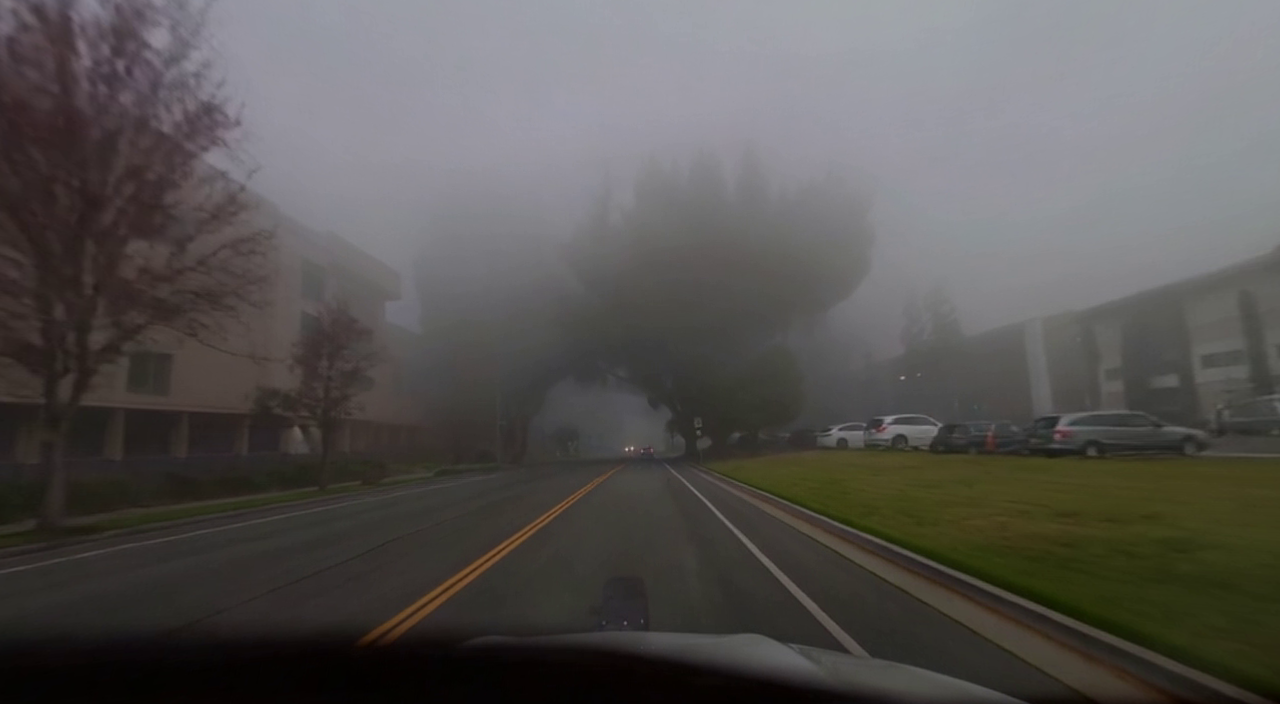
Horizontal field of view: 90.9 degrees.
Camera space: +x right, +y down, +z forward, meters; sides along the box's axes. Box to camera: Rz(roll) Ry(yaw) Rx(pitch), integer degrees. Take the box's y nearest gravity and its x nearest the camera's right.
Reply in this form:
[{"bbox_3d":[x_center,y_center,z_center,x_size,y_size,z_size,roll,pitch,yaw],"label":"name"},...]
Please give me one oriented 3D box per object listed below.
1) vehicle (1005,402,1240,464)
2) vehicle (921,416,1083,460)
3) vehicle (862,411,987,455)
[{"bbox_3d":[12.545,2.159,16.602,4.529,1.490,2.168,1,-9,-5],"label":"vehicle"},{"bbox_3d":[12.678,3.048,22.300,4.428,1.467,2.099,0,-9,-1],"label":"vehicle"},{"bbox_3d":[12.411,3.596,27.694,4.540,1.824,1.965,1,-9,-6],"label":"vehicle"}]
